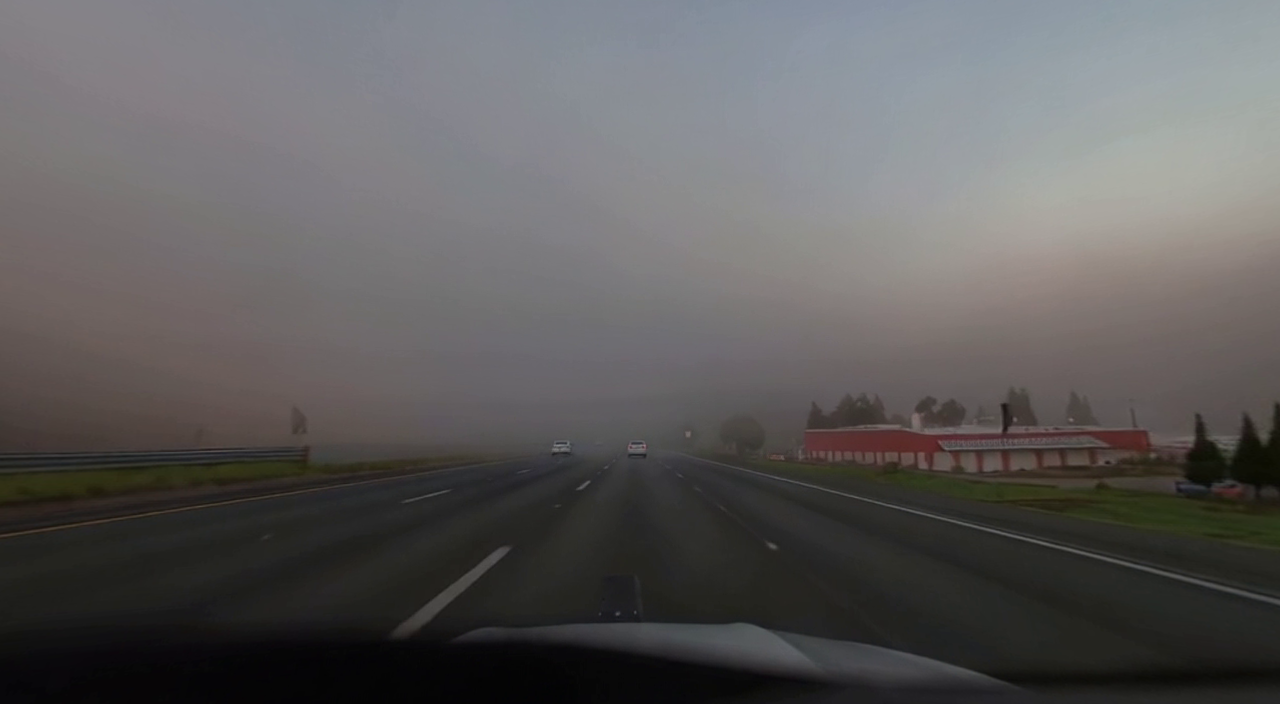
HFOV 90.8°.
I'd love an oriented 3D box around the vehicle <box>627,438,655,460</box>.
[{"bbox_3d":[0.038,7.502,48.892,2.073,1.635,4.195,0,-9,0],"label":"vehicle"}]
